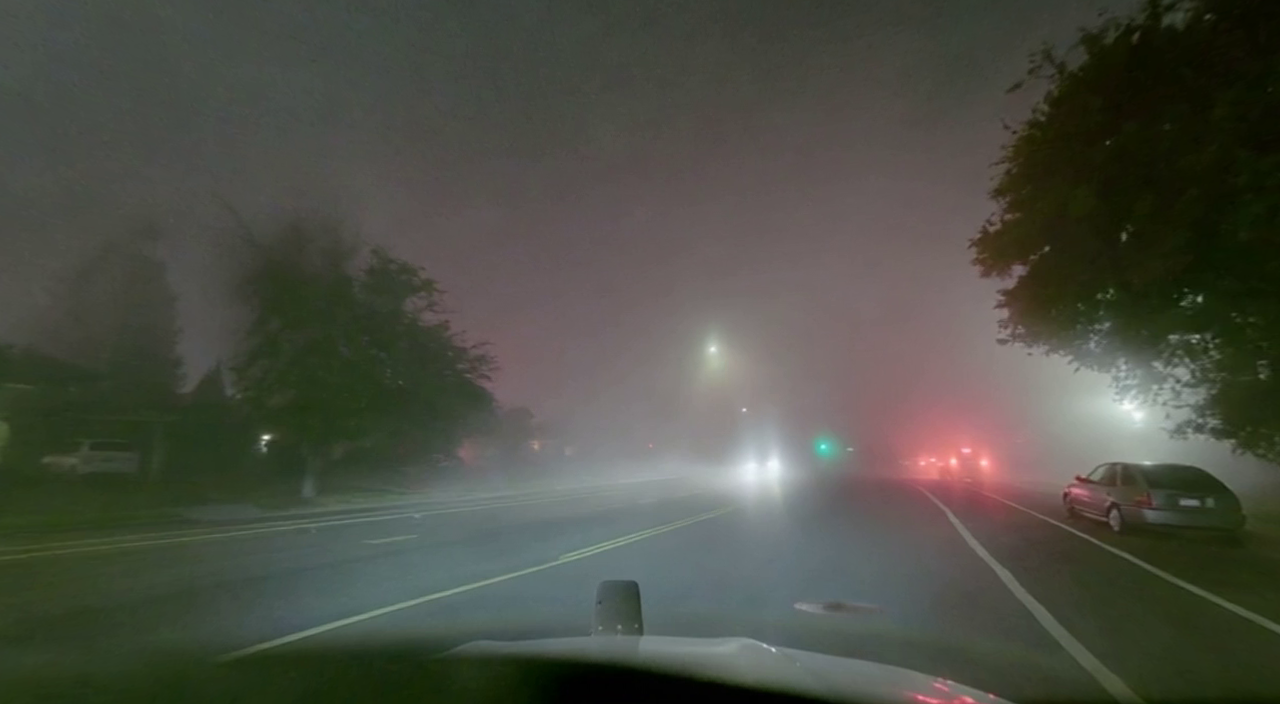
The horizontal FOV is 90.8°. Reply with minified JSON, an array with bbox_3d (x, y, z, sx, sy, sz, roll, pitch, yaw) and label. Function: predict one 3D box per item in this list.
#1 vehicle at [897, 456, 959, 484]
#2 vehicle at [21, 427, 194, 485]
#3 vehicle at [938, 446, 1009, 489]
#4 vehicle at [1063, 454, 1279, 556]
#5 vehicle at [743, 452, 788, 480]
[{"bbox_3d":[20.126,8.205,44.378,2.713,1.671,4.939,-1,-8,10],"label":"vehicle"},{"bbox_3d":[-19.150,3.829,23.110,2.024,1.848,4.797,0,-10,1],"label":"vehicle"},{"bbox_3d":[17.994,6.196,34.364,2.305,2.111,4.965,-2,-9,15],"label":"vehicle"},{"bbox_3d":[10.193,2.842,12.513,2.080,1.543,4.294,-3,-9,22],"label":"vehicle"},{"bbox_3d":[7.632,6.832,38.116,2.058,1.551,4.247,-3,-9,18],"label":"vehicle"}]
